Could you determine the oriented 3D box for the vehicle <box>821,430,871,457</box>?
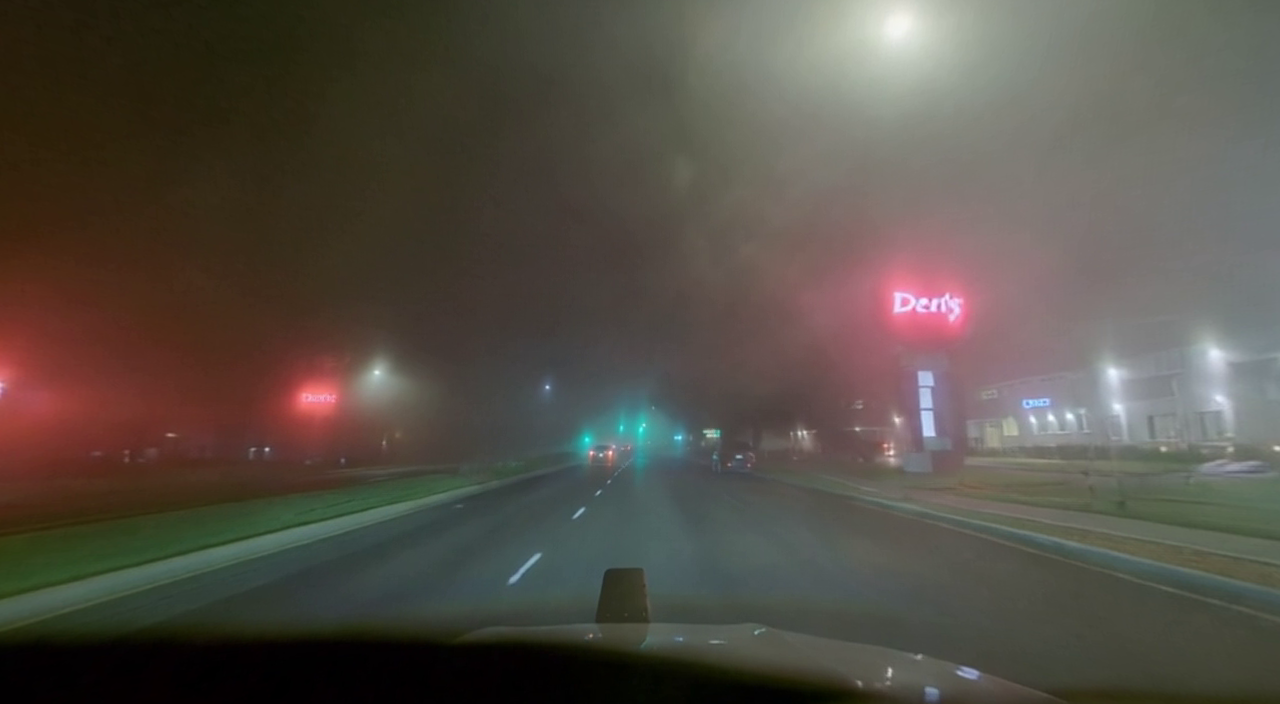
[{"bbox_3d":[15.061,6.725,46.327,2.202,1.822,4.978,-1,-8,3],"label":"vehicle"}]

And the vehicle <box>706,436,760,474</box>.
[{"bbox_3d":[4.588,5.134,31.697,2.067,1.755,4.616,0,-8,1],"label":"vehicle"}]

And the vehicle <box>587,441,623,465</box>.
[{"bbox_3d":[-2.353,6.983,43.650,2.176,1.543,4.335,0,-8,1],"label":"vehicle"}]

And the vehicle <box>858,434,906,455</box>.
[{"bbox_3d":[17.850,6.879,46.717,1.953,1.488,4.129,0,-8,1],"label":"vehicle"}]
